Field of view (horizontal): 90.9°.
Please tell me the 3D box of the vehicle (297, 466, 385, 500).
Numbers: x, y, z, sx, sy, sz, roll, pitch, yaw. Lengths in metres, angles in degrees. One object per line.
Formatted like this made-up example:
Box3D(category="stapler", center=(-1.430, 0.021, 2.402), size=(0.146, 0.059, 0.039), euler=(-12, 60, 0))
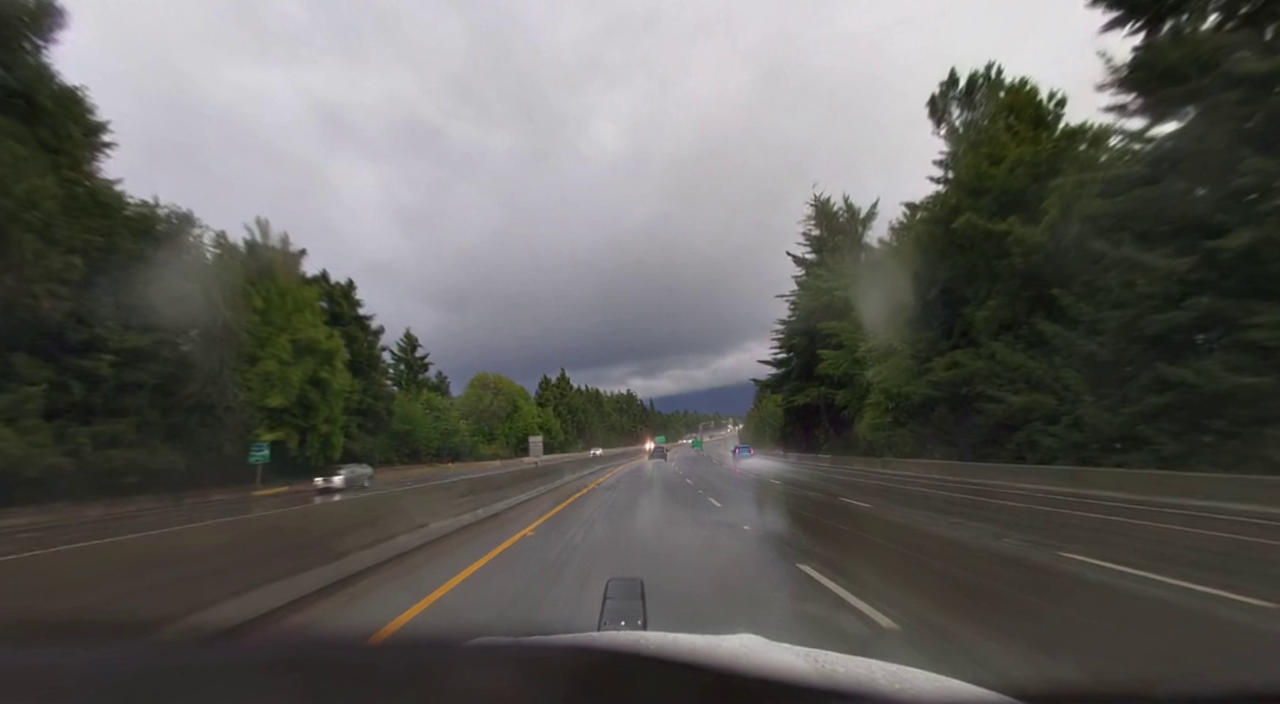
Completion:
Box3D(category="vehicle", center=(-15.120, 6.637, 32.212), size=(2.080, 1.464, 4.772), euler=(-1, -9, 2))
